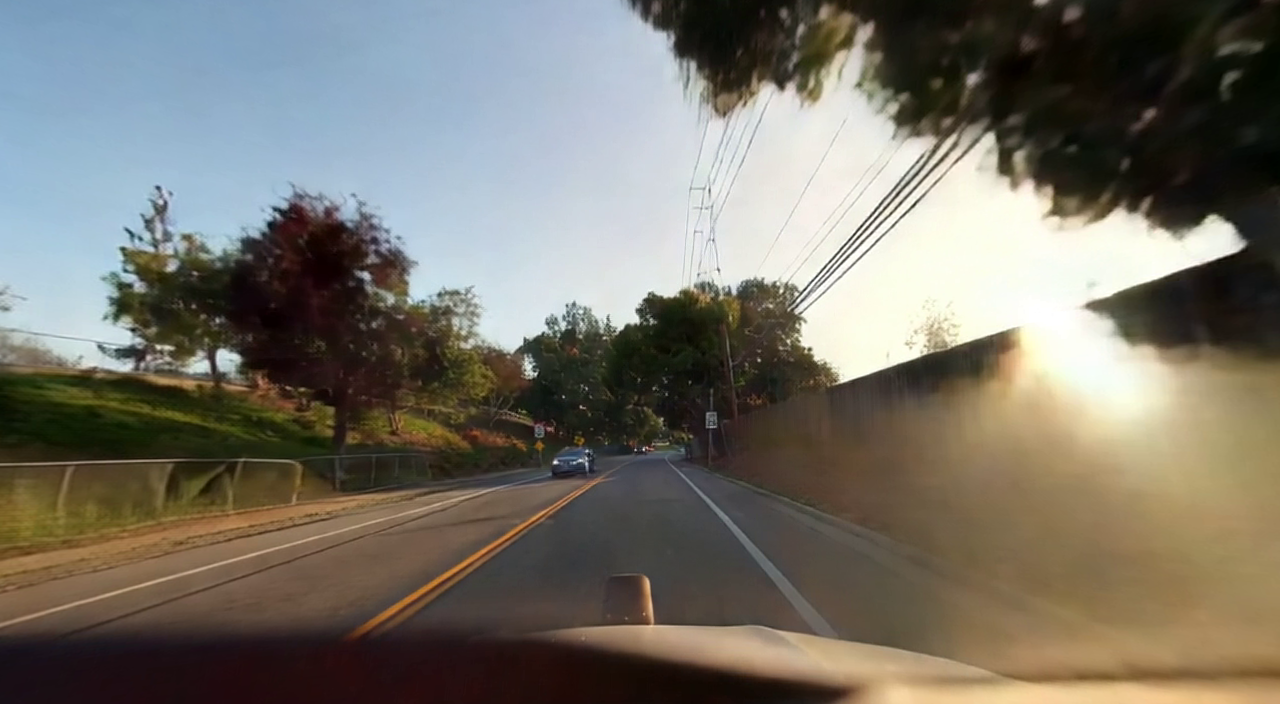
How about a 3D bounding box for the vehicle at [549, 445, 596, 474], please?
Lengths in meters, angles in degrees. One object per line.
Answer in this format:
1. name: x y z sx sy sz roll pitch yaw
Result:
1. vehicle: -3.687 5.938 35.200 1.975 1.481 4.445 -1 -9 3
